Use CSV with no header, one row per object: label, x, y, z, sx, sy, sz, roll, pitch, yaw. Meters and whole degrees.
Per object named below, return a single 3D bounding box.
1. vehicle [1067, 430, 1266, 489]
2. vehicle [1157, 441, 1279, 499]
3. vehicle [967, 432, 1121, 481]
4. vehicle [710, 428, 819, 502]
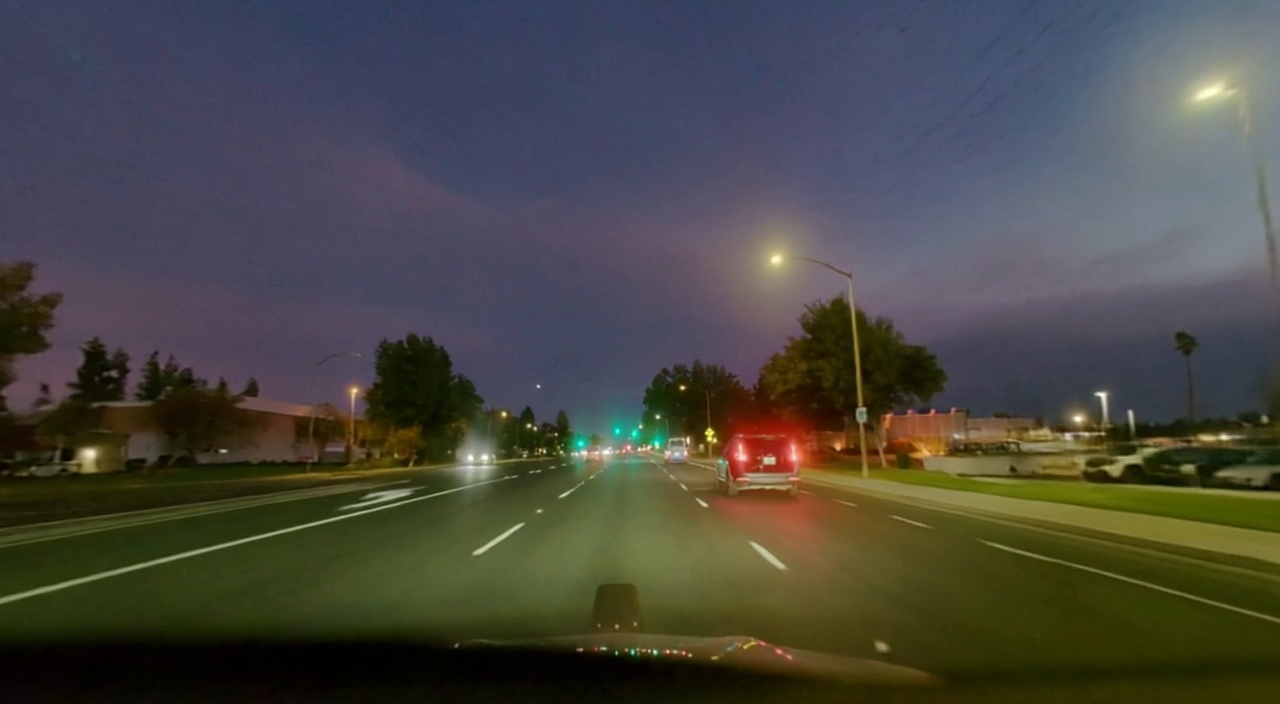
vehicle,16.145,3.292,19.508,4.575,1.681,2.066,1,-9,-9
vehicle,16.732,3.114,16.931,4.203,1.424,2.077,2,-9,-11
vehicle,15.827,4.121,24.934,4.682,1.635,2.053,-2,-9,-6
vehicle,3.313,3.116,17.756,2.060,1.816,4.343,0,-9,-1
